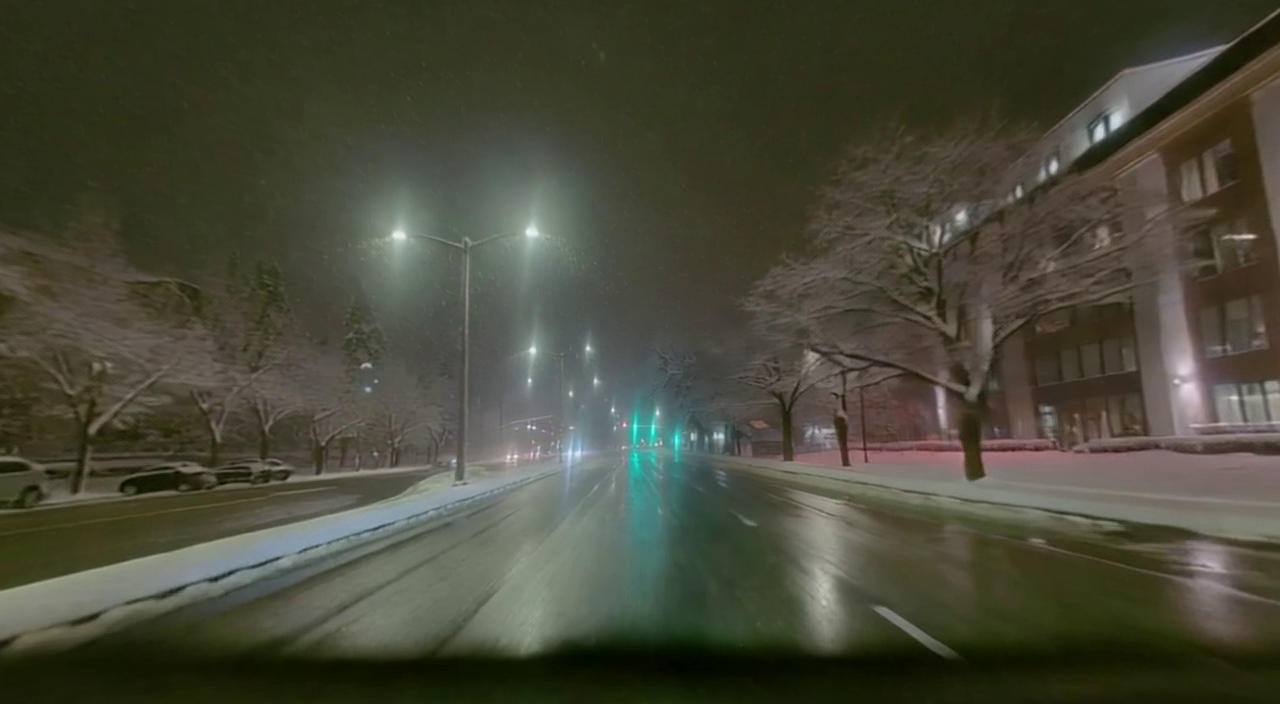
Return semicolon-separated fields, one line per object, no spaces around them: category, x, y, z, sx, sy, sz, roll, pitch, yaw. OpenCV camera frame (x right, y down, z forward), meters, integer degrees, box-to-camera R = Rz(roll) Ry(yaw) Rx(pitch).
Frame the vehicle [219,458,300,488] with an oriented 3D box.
vehicle;-21.939;6.980;36.685;1.841;1.505;4.664;0;-8;-1

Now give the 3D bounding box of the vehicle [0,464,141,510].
vehicle;-22.031;5.178;24.538;1.897;1.462;4.278;0;-8;-3

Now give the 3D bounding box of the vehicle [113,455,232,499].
vehicle;-22.131;5.889;30.187;2.043;1.816;4.776;0;-8;-1
